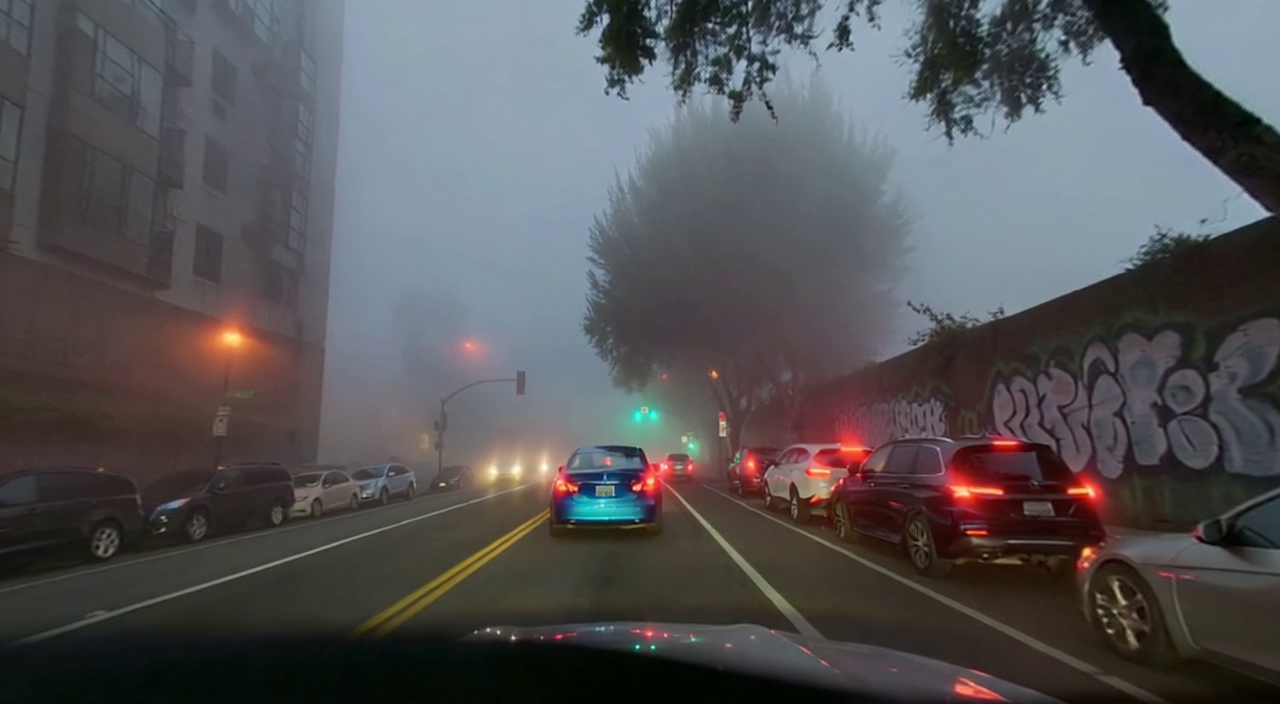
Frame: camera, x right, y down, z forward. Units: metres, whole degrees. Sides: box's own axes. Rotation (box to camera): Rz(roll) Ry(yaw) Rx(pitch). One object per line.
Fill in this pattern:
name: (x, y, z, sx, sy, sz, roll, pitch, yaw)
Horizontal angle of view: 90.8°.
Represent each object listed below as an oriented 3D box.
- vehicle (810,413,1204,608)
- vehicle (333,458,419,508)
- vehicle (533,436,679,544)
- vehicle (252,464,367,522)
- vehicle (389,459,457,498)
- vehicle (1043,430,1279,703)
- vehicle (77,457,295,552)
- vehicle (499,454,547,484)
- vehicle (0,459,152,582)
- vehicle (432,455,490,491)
vehicle: (4.197, 1.884, 8.659, 2.097, 1.811, 5.230, 0, -8, -2)
vehicle: (-11.056, 5.466, 26.768, 1.822, 1.639, 4.144, -6, -8, 0)
vehicle: (-0.523, 2.384, 11.615, 2.166, 1.579, 4.300, 0, -8, -1)
vehicle: (-11.040, 4.698, 21.481, 1.741, 1.506, 4.370, -4, -8, -2)
vehicle: (-11.092, 6.464, 32.647, 1.931, 1.499, 4.645, -6, -8, -2)
vehicle: (4.190, 1.118, 2.697, 1.955, 1.535, 4.266, 2, -9, -3)
vehicle: (-10.960, 3.646, 15.808, 2.276, 1.741, 4.439, -4, -8, -1)
vehicle: (-6.756, 6.765, 36.935, 1.906, 1.445, 4.490, -4, -8, 0)
vehicle: (-10.768, 2.755, 10.302, 1.988, 1.781, 4.827, -3, -8, -3)
vehicle: (-10.910, 7.360, 38.773, 2.199, 1.717, 4.888, -6, -8, -2)
